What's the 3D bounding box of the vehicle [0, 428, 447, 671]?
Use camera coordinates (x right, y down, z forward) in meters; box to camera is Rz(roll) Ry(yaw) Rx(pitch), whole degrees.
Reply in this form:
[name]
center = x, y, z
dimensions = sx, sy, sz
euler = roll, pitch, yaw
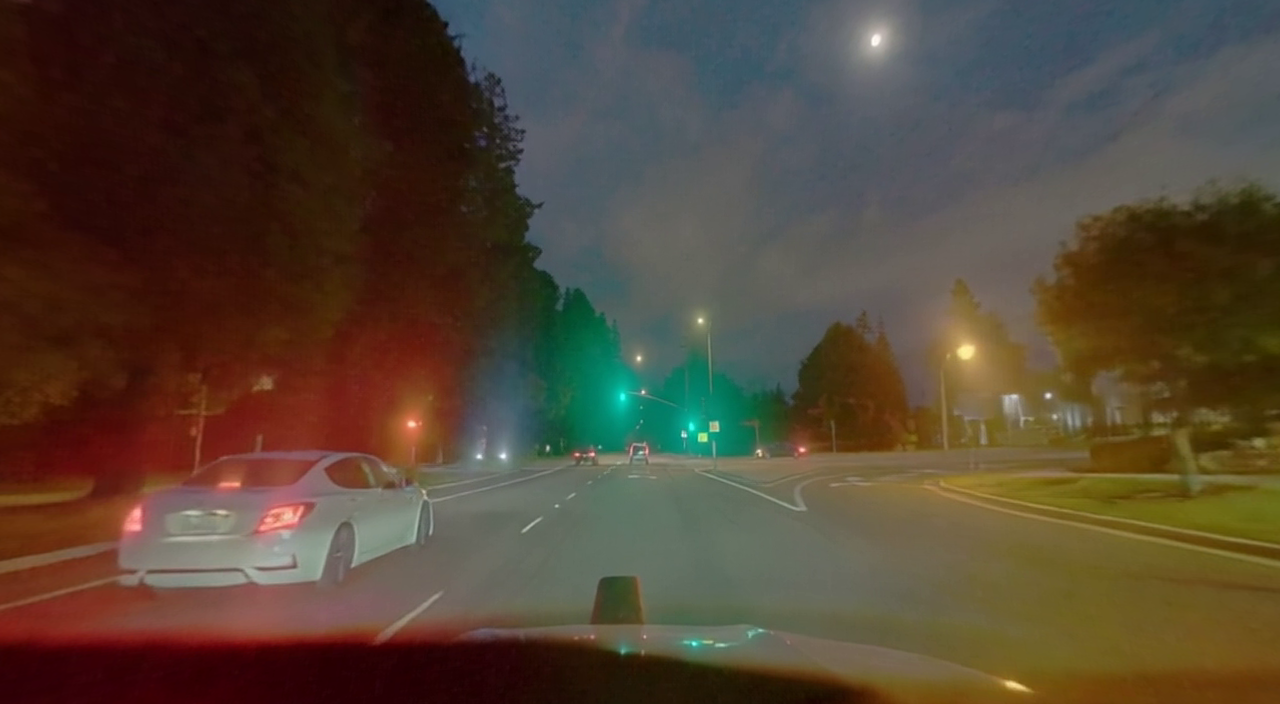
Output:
[vehicle]
center = -3.590, 1.534, 6.142
dimensions = 1.968, 1.459, 4.433
euler = 0, -8, 1
